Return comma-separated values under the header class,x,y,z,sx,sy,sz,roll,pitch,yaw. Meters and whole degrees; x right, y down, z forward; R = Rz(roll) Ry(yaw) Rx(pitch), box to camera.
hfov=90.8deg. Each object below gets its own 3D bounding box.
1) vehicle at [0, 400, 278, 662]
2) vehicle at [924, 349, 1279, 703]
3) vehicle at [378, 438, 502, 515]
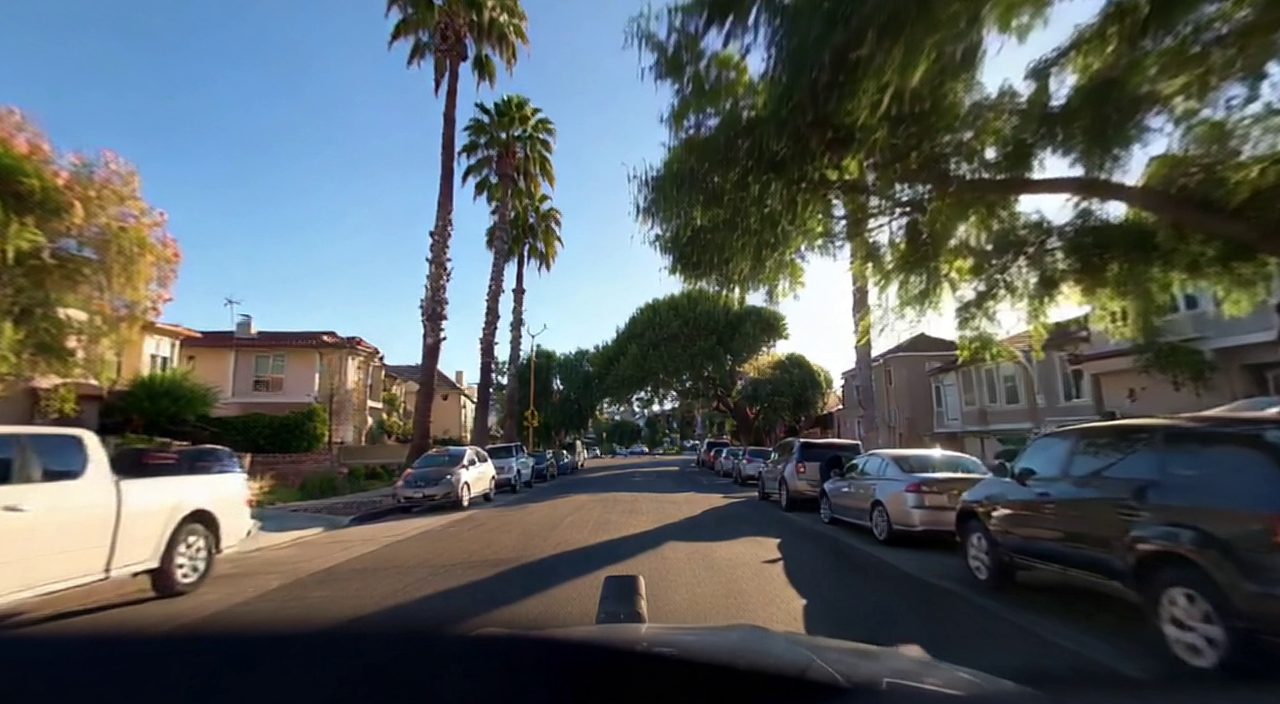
class,x,y,z,sx,sy,sz,roll,pitch,yaw
vehicle,-5.496,1.353,5.008,2.020,1.819,5.168,-1,-9,2
vehicle,4.209,1.244,4.866,1.964,1.889,4.708,1,-9,2
vehicle,-5.247,3.310,17.271,1.947,1.803,4.381,0,-9,0
